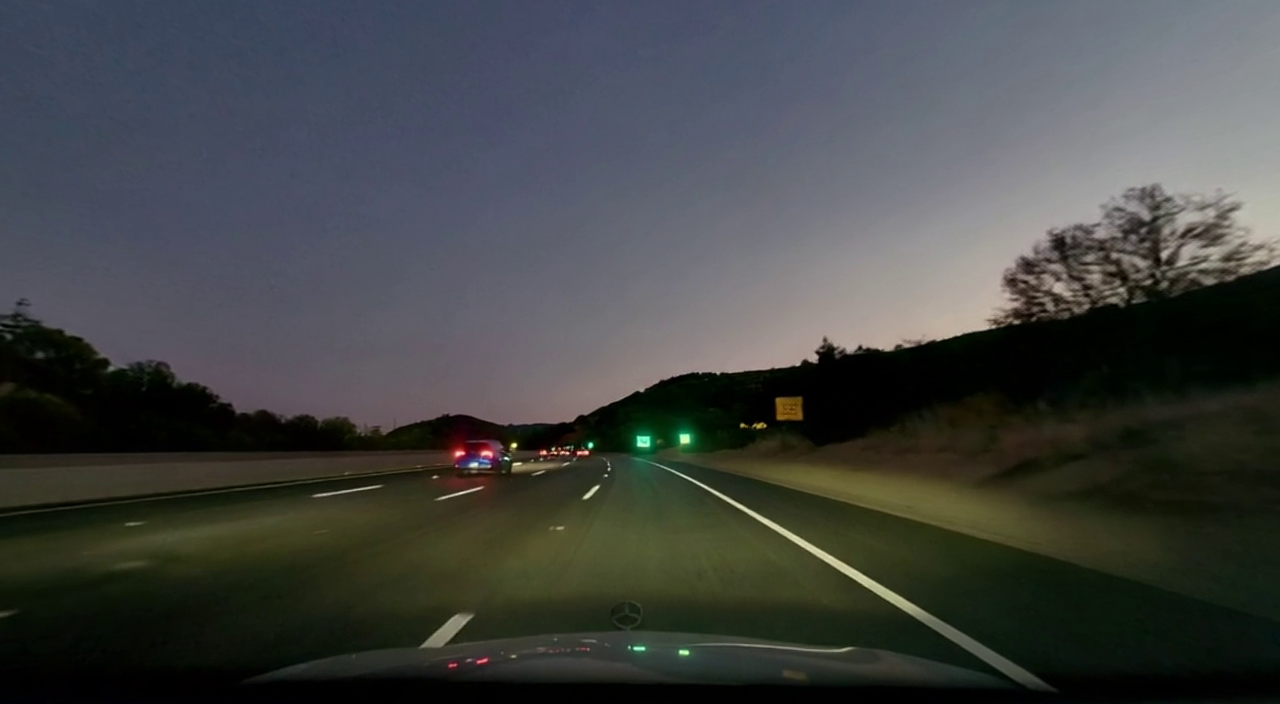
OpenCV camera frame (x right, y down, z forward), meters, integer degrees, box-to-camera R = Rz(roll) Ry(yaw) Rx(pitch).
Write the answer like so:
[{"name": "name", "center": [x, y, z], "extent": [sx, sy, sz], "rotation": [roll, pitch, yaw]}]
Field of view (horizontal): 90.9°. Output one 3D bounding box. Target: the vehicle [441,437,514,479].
[{"name": "vehicle", "center": [-7.112, 4.679, 28.109], "extent": [2.046, 1.712, 4.533], "rotation": [0, -8, 0]}]
